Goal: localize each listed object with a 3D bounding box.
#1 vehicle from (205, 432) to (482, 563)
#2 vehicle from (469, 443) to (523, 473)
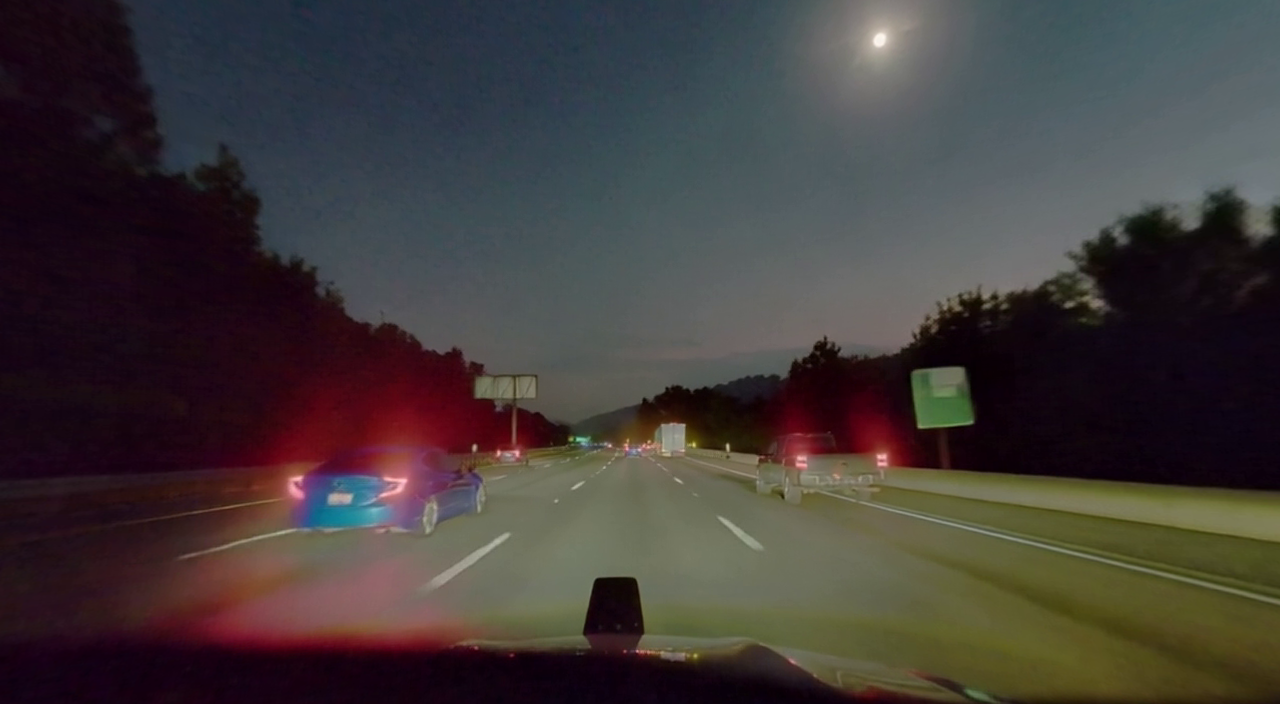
[{"bbox_3d":[-3.987,2.016,9.537,2.090,1.487,4.276,0,-9,0],"label":"vehicle"},{"bbox_3d":[-7.519,5.567,33.411,1.915,1.479,3.843,-1,-9,0],"label":"vehicle"}]
